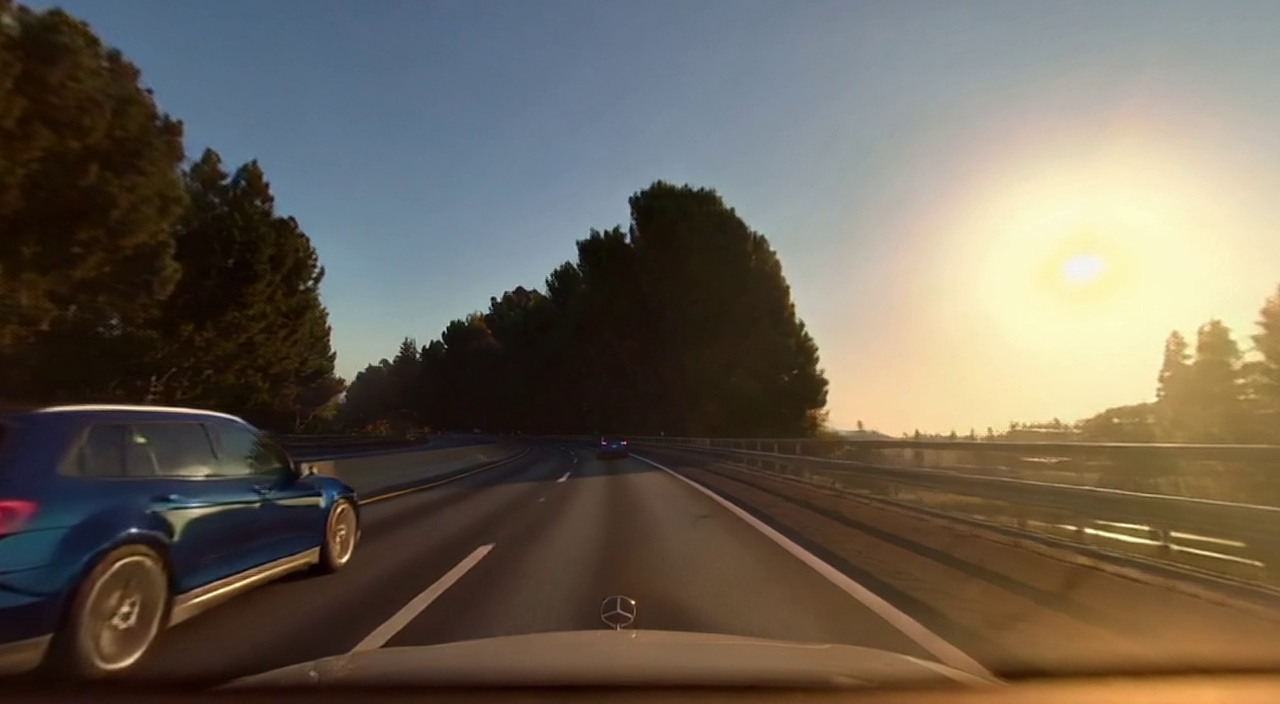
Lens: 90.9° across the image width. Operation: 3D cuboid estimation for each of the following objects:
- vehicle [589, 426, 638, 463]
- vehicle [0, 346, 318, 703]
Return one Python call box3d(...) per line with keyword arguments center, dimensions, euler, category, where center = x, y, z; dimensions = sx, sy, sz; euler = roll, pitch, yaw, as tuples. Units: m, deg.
box3d(center=(-1.508, 4.979, 34.130), dimensions=(2.452, 1.857, 4.022), euler=(1, -8, -5), category="vehicle")
box3d(center=(-4.181, 0.993, 3.766), dimensions=(2.053, 1.847, 4.760), euler=(0, -8, -1), category="vehicle")
